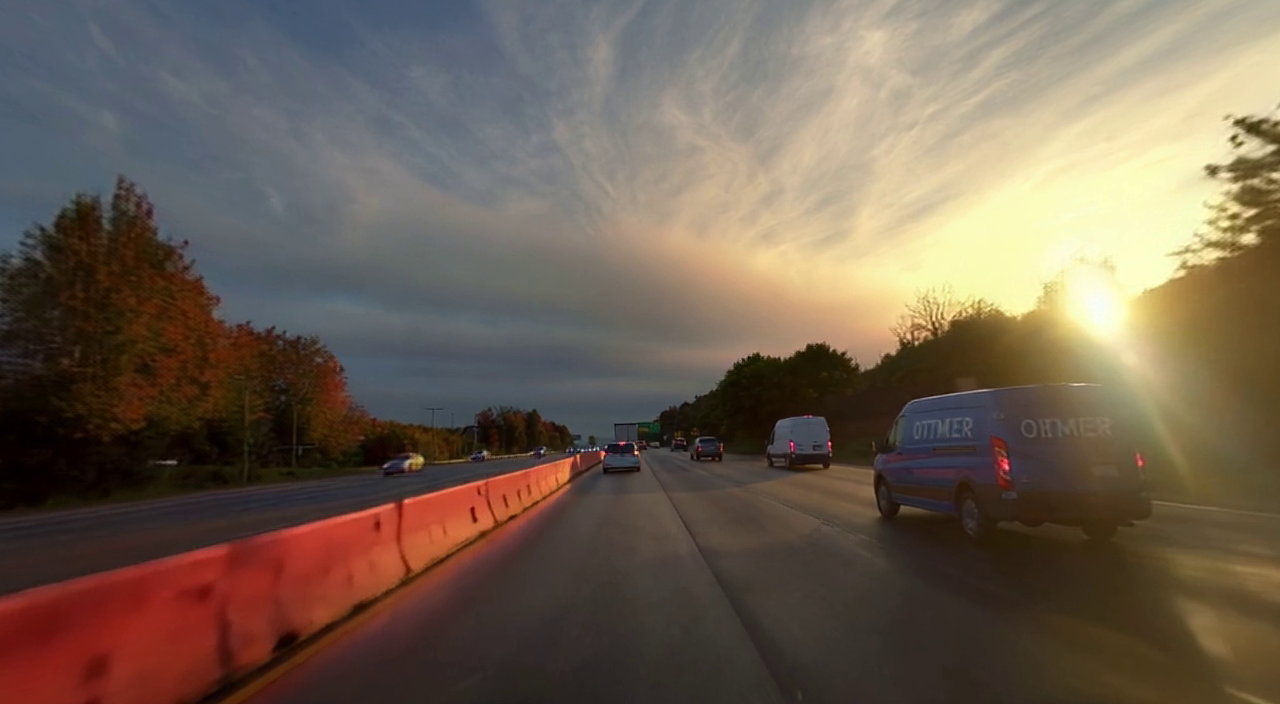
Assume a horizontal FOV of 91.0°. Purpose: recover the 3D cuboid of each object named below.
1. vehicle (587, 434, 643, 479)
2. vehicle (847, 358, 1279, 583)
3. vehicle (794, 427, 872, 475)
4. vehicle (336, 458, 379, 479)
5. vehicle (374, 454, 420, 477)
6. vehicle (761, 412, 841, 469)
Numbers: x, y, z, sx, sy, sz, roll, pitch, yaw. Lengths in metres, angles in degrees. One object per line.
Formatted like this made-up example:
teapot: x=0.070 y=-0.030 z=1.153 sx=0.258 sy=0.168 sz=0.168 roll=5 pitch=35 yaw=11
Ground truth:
vehicle: x=-1.005 y=4.177 z=25.453 sx=2.100 sy=1.636 sz=3.620 roll=0 pitch=-8 yaw=-2
vehicle: x=4.818 y=1.419 z=8.297 sx=2.223 sy=2.008 sz=5.121 roll=0 pitch=-8 yaw=-2
vehicle: x=8.274 y=4.275 z=27.341 sx=2.255 sy=1.960 sz=3.229 roll=0 pitch=-8 yaw=-1
vehicle: x=-21.965 y=9.032 z=49.110 sx=1.744 sy=1.460 sz=3.700 roll=0 pitch=-8 yaw=-3
vehicle: x=-18.237 y=8.521 z=47.441 sx=1.804 sy=1.491 sz=4.444 roll=0 pitch=-8 yaw=-1
vehicle: x=8.113 y=4.566 z=32.382 sx=2.385 sy=2.635 sz=5.633 roll=0 pitch=-8 yaw=-2
